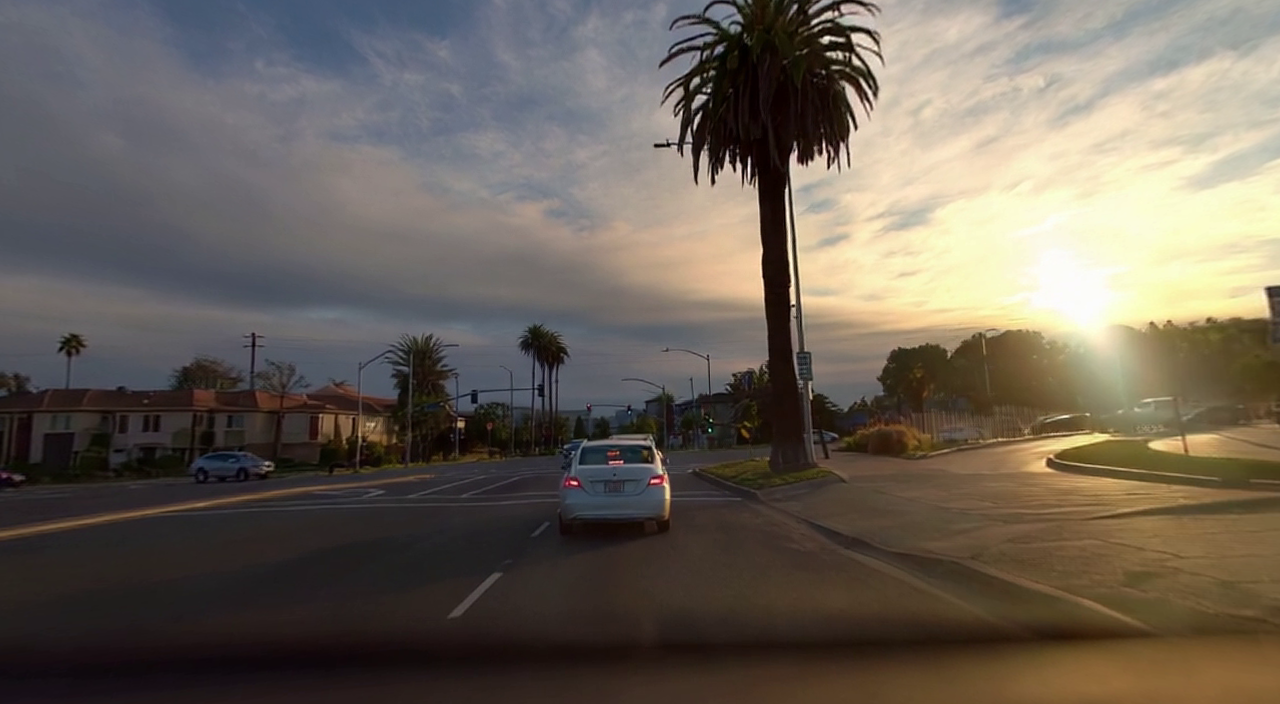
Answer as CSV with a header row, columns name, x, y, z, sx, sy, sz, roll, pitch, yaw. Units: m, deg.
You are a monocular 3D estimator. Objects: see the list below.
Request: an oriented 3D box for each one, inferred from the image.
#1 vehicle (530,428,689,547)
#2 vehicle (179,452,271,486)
name,x,y,z,sx,sy,sz,roll,pitch,yaw
vehicle,-0.427,2.060,10.191,2.060,1.526,3.859,0,-9,-1
vehicle,-23.188,6.511,35.564,1.990,1.752,4.673,0,-9,-1
